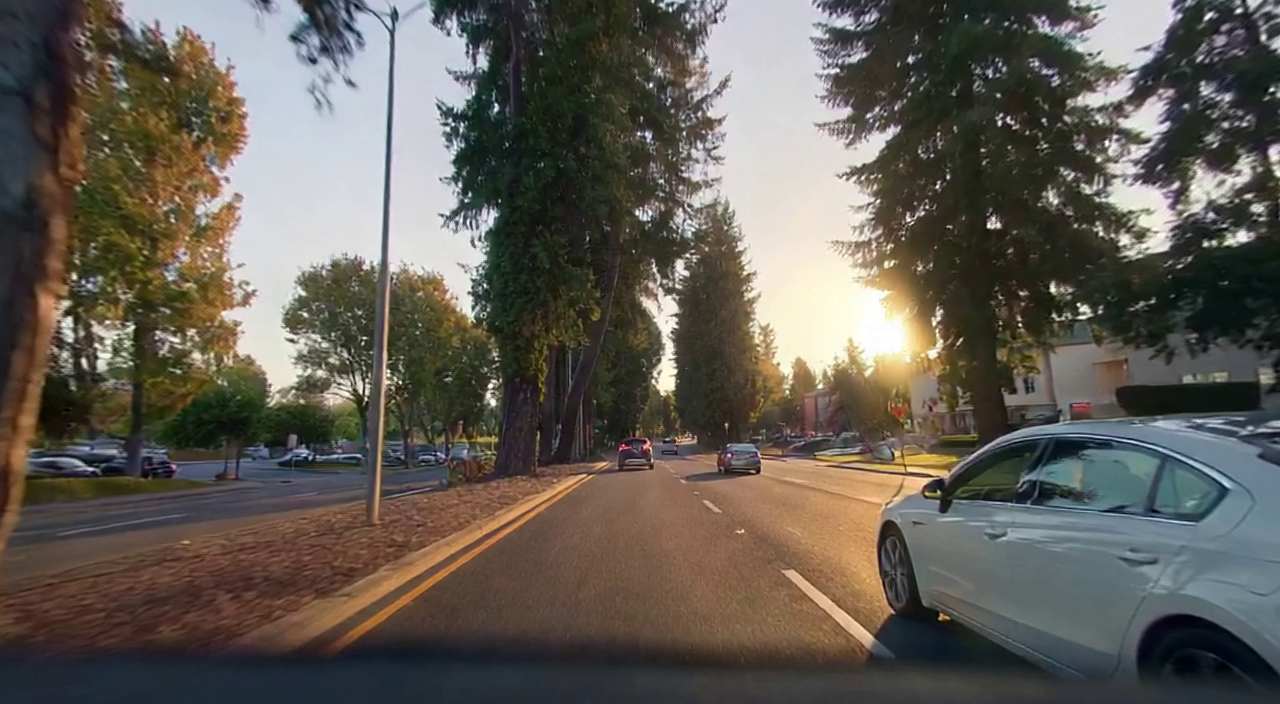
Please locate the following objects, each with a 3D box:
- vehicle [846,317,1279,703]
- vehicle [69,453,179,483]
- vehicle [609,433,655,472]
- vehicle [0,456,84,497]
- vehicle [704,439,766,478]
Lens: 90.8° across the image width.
[{"bbox_3d":[2.993,0.959,3.466,2.153,1.658,4.485,0,-8,-1],"label":"vehicle"},{"bbox_3d":[-30.876,6.908,37.882,4.678,1.692,2.118,0,-8,0],"label":"vehicle"},{"bbox_3d":[-0.377,4.939,31.248,2.106,1.798,4.168,0,-8,0],"label":"vehicle"},{"bbox_3d":[-28.476,5.668,28.949,1.973,1.659,4.397,0,-8,-2],"label":"vehicle"},{"bbox_3d":[3.775,4.303,25.843,1.883,1.452,4.258,0,-8,0],"label":"vehicle"}]
